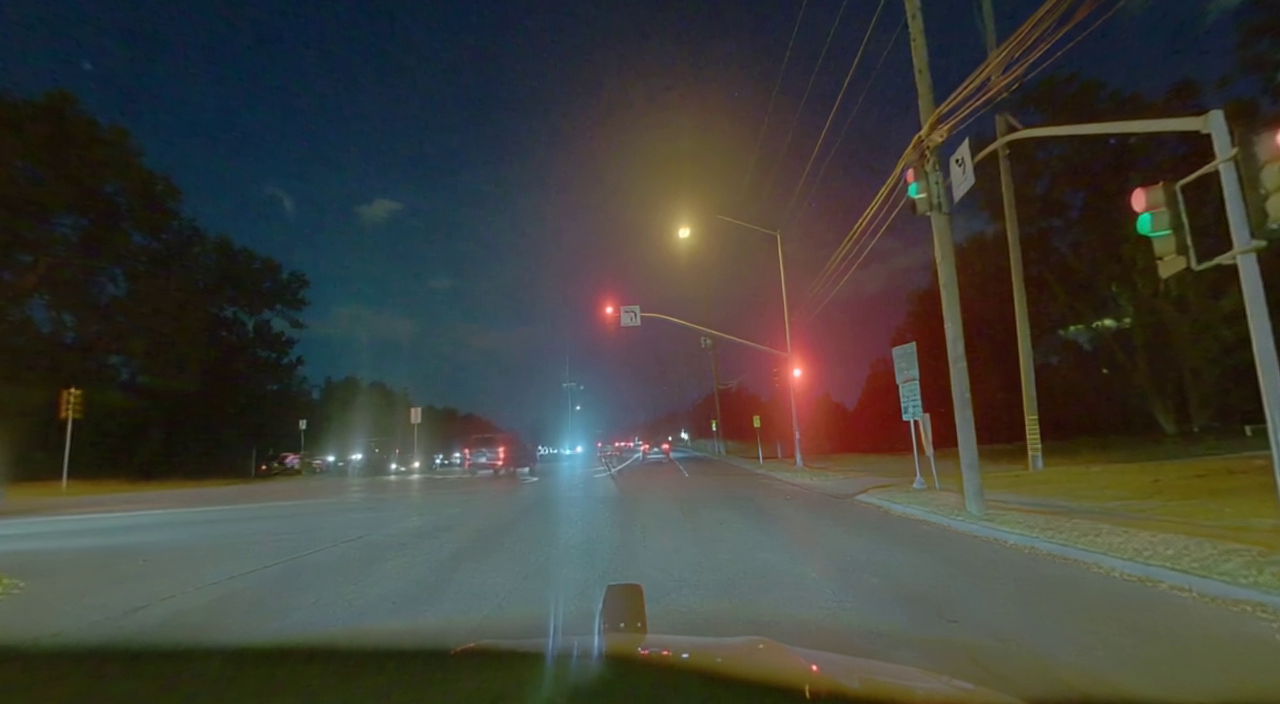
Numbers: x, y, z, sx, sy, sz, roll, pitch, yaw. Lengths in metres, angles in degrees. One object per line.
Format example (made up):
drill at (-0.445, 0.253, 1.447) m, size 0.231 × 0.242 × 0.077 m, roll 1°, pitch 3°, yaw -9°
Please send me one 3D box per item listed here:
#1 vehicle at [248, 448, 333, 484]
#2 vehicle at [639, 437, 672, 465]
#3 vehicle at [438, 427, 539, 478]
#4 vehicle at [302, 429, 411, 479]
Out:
vehicle at (-17.094, 5.590, 30.965) m, size 1.942 × 1.477 × 3.957 m, roll -4°, pitch -9°, yaw 0°
vehicle at (0.934, 6.496, 41.362) m, size 2.010 × 1.681 × 4.682 m, roll 0°, pitch -8°, yaw 0°
vehicle at (-6.319, 4.290, 26.883) m, size 2.175 × 1.957 × 4.686 m, roll -3°, pitch -9°, yaw 15°
vehicle at (-13.120, 4.768, 29.629) m, size 2.350 × 2.104 × 5.828 m, roll 0°, pitch -8°, yaw 1°
